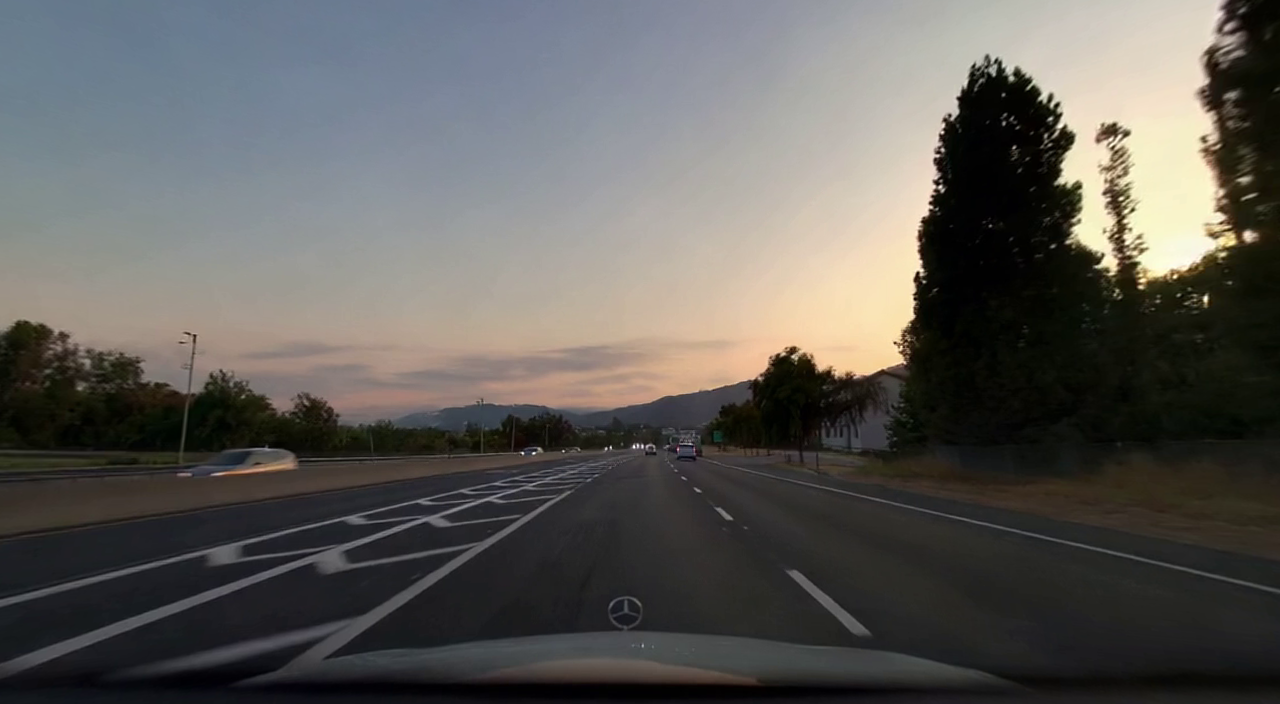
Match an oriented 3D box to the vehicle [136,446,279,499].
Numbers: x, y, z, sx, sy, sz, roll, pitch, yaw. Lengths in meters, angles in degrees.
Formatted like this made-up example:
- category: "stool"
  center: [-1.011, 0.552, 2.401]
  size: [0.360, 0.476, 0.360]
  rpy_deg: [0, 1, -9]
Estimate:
- category: "vehicle"
  center: [-16.149, 4.489, 23.941]
  size: [2.044, 1.764, 4.719]
  rpy_deg: [0, -8, 1]
